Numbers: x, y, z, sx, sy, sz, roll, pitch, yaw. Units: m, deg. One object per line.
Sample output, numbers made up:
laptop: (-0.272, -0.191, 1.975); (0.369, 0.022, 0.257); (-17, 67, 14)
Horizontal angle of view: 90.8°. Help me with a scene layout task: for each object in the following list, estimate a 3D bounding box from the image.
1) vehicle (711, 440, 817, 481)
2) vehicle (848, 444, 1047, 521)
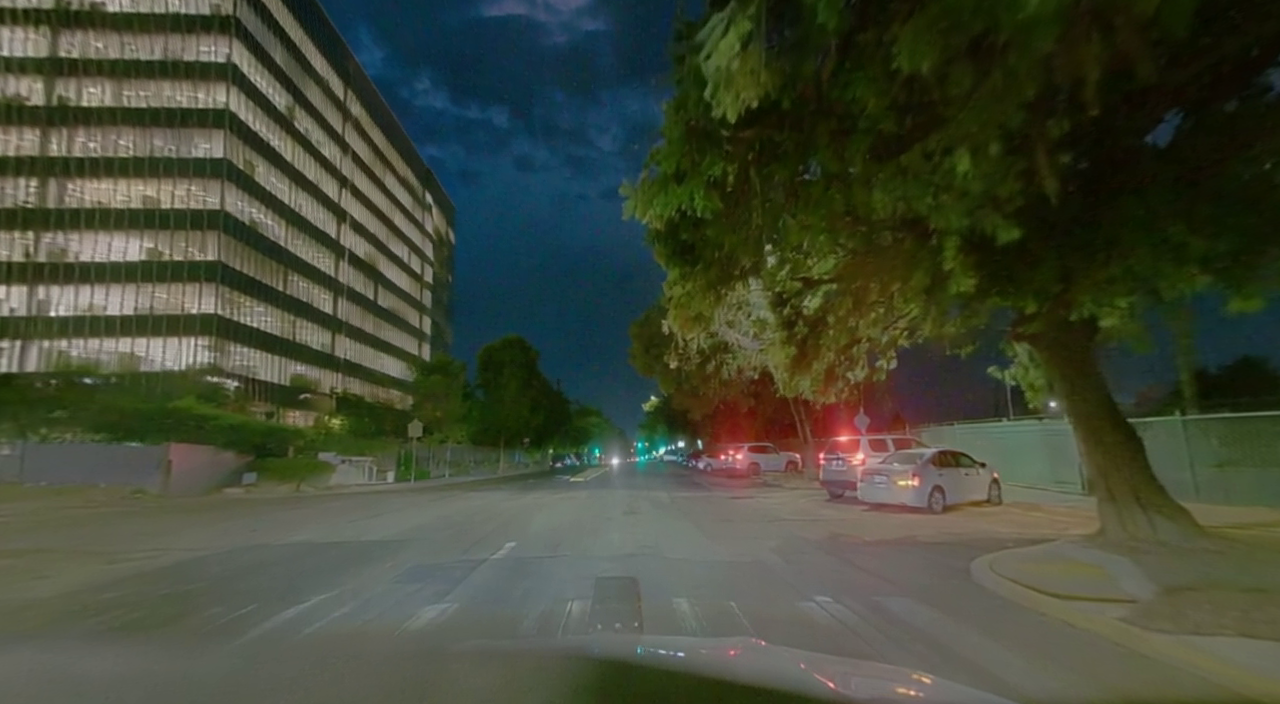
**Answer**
vehicle: (6.509, 5.640, 33.027); (5.061, 1.829, 2.274); (2, -9, -29)
vehicle: (7.050, 2.863, 14.396); (4.402, 1.474, 1.957); (6, -10, -32)
